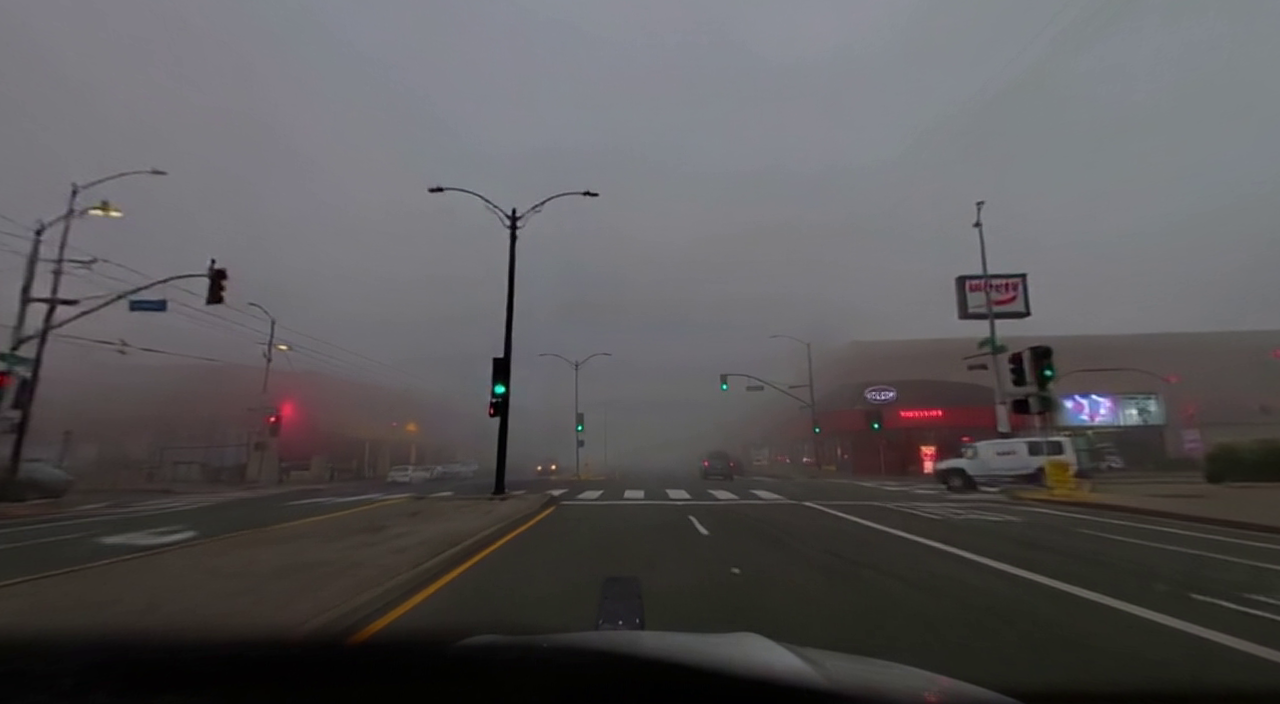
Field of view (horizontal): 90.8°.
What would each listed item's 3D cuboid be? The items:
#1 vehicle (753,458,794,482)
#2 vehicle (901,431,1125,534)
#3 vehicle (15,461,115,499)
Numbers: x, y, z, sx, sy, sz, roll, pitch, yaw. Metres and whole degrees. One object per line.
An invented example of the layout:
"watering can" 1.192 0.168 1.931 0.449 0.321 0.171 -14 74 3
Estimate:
"vehicle" 9.538 8.452 45.566 1.948 1.483 4.645 0 -8 0
"vehicle" 7.130 2.491 12.796 1.974 1.679 4.611 -1 -8 4
"vehicle" -26.305 5.879 28.971 2.803 1.565 1.715 -2 -13 -1
